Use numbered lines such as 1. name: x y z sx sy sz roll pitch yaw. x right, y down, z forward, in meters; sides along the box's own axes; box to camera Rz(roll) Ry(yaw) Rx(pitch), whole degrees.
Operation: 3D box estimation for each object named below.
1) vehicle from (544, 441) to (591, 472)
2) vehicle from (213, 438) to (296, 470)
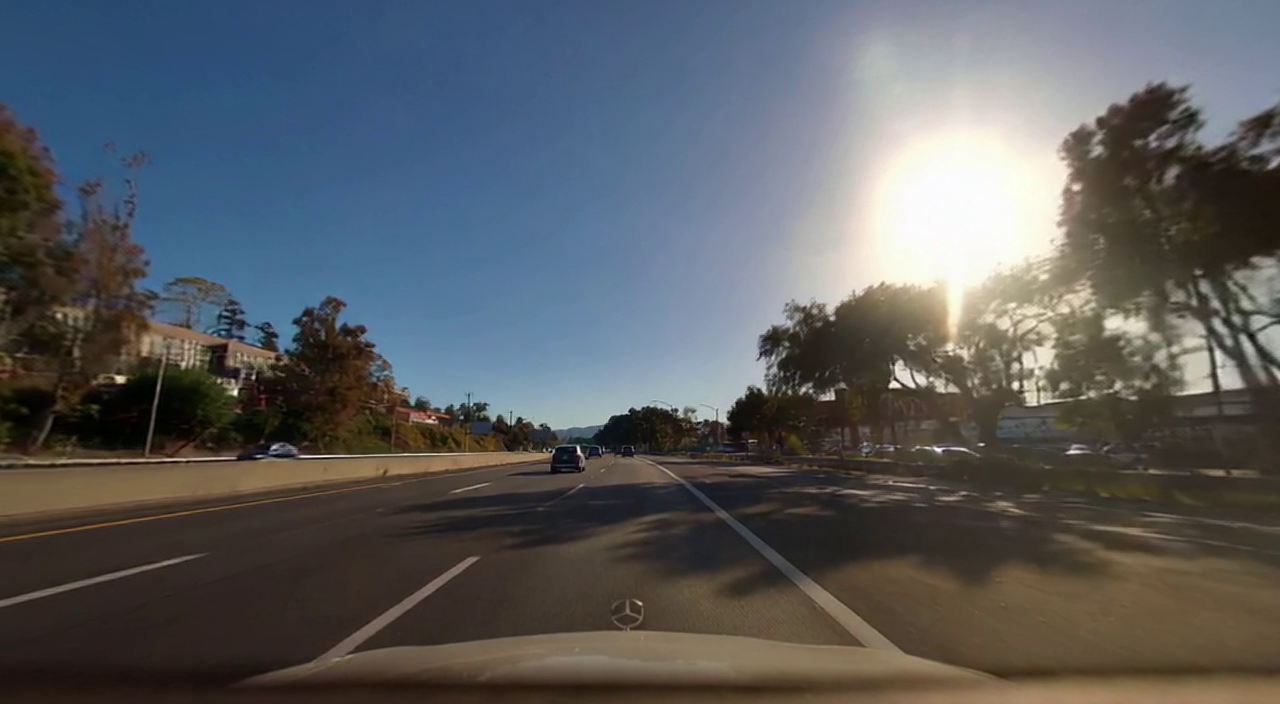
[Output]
1. vehicle: -4.392 6.403 38.958 2.236 1.736 5.585 0 -8 0
2. vehicle: -25.487 6.754 41.986 2.183 1.917 5.287 0 -8 -1
